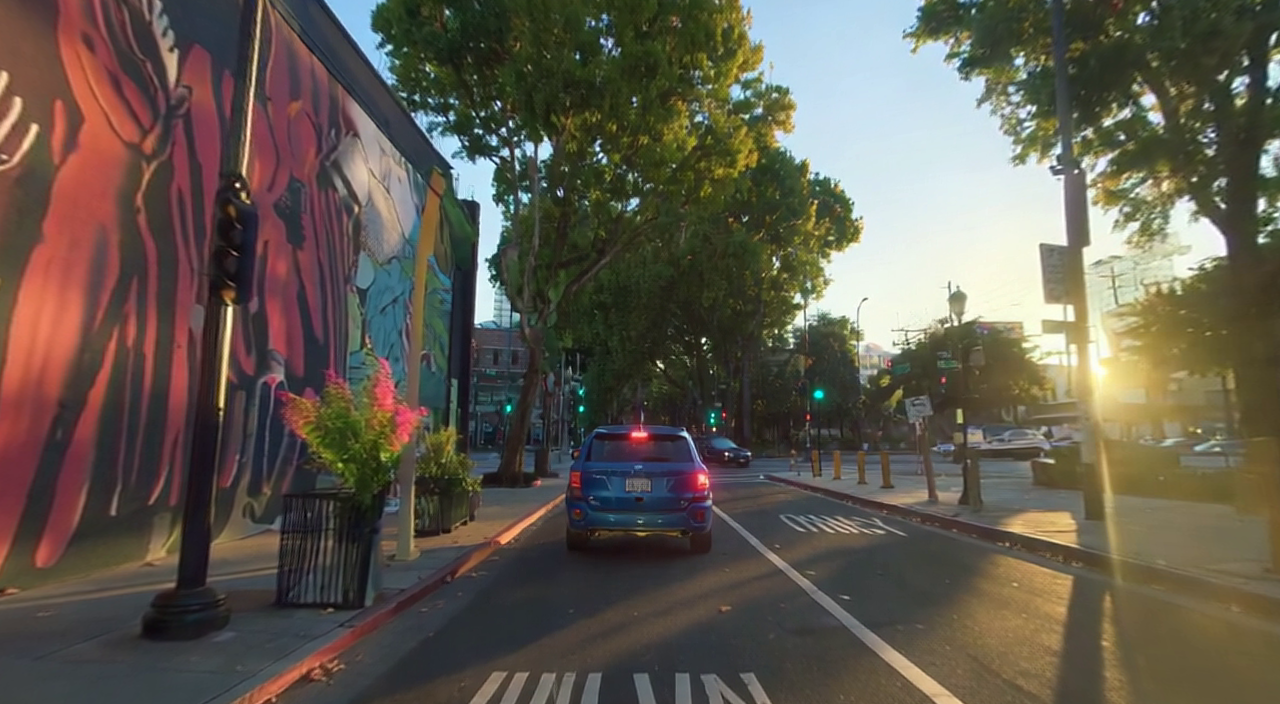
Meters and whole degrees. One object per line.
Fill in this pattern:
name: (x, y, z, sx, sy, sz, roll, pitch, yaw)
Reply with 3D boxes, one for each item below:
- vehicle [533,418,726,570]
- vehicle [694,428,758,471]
vehicle: (-0.132, 1.829, 8.827, 2.079, 1.621, 3.861, 0, -8, 0)
vehicle: (4.742, 5.205, 33.804, 2.448, 2.063, 5.513, -3, -9, 17)
